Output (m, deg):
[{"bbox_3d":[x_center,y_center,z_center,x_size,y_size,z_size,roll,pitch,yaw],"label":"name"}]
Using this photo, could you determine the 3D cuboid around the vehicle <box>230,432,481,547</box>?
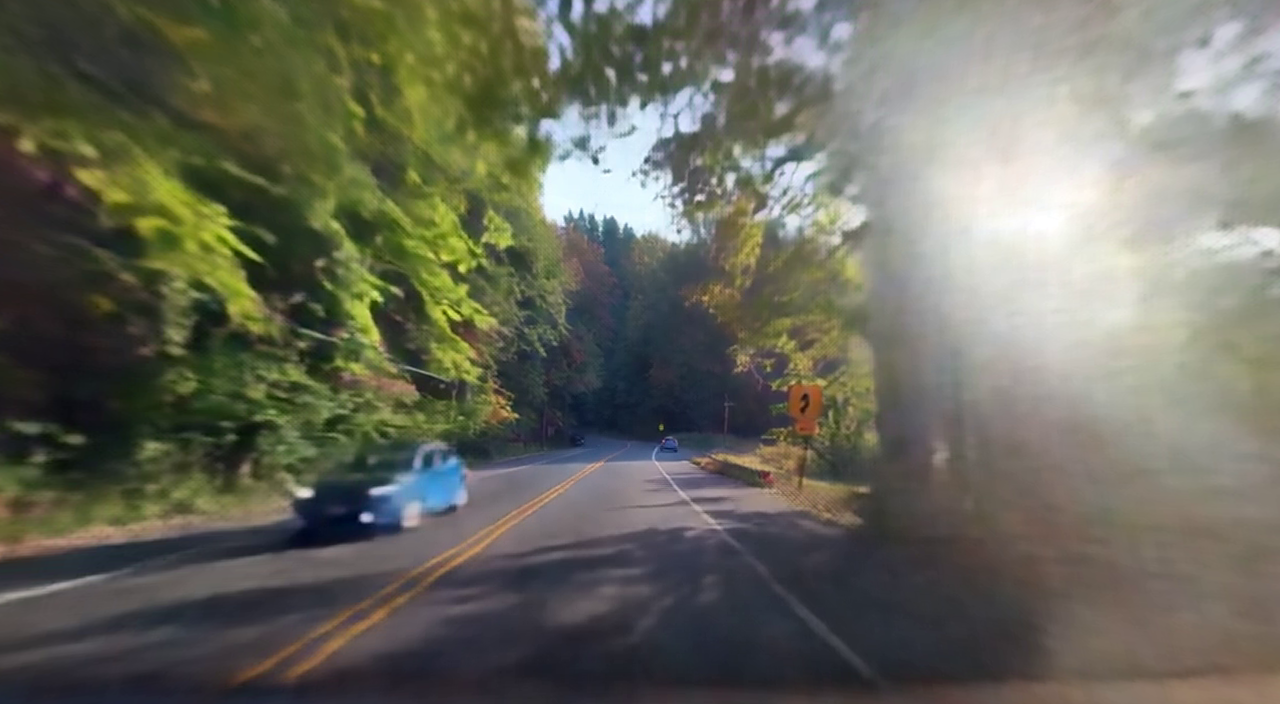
[{"bbox_3d":[-4.288,2.131,10.542,2.083,1.476,4.513,0,-9,0],"label":"vehicle"}]
